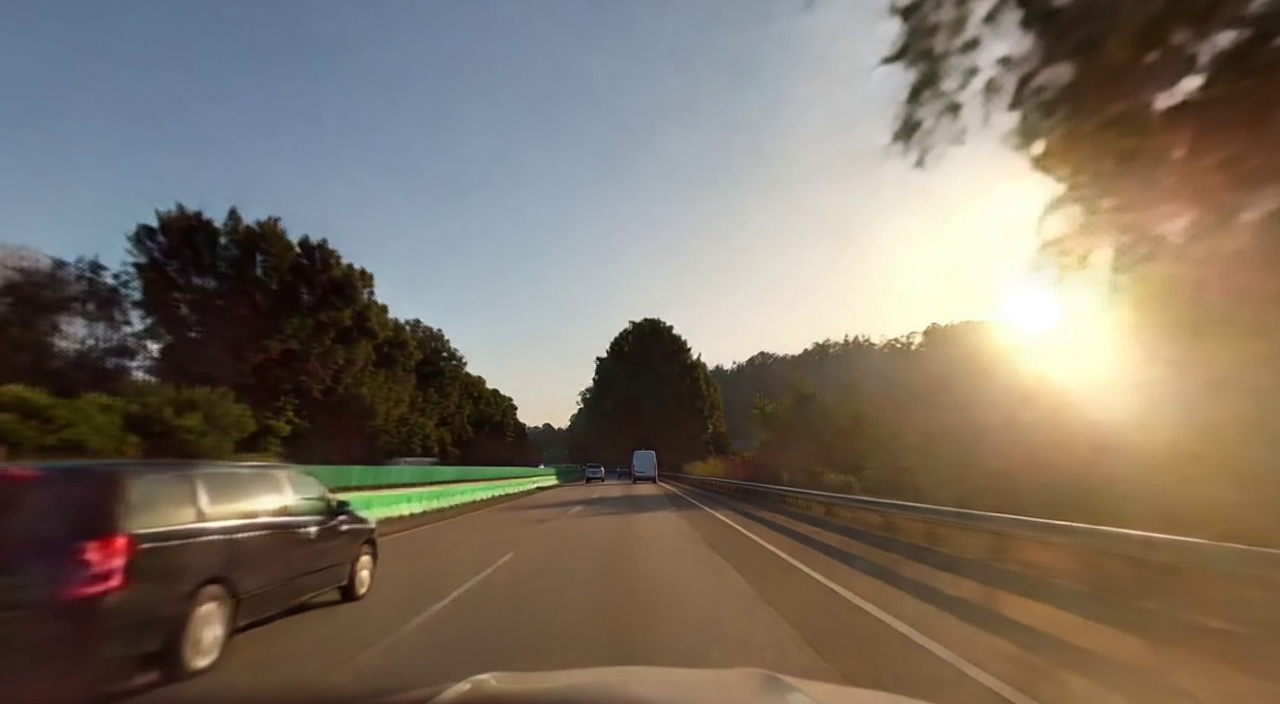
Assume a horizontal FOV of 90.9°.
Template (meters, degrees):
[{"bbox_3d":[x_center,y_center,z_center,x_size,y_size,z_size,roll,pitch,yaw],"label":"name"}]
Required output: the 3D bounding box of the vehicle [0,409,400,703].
[{"bbox_3d":[-3.355,1.242,3.838,2.038,1.490,4.391,1,-11,0],"label":"vehicle"}]
